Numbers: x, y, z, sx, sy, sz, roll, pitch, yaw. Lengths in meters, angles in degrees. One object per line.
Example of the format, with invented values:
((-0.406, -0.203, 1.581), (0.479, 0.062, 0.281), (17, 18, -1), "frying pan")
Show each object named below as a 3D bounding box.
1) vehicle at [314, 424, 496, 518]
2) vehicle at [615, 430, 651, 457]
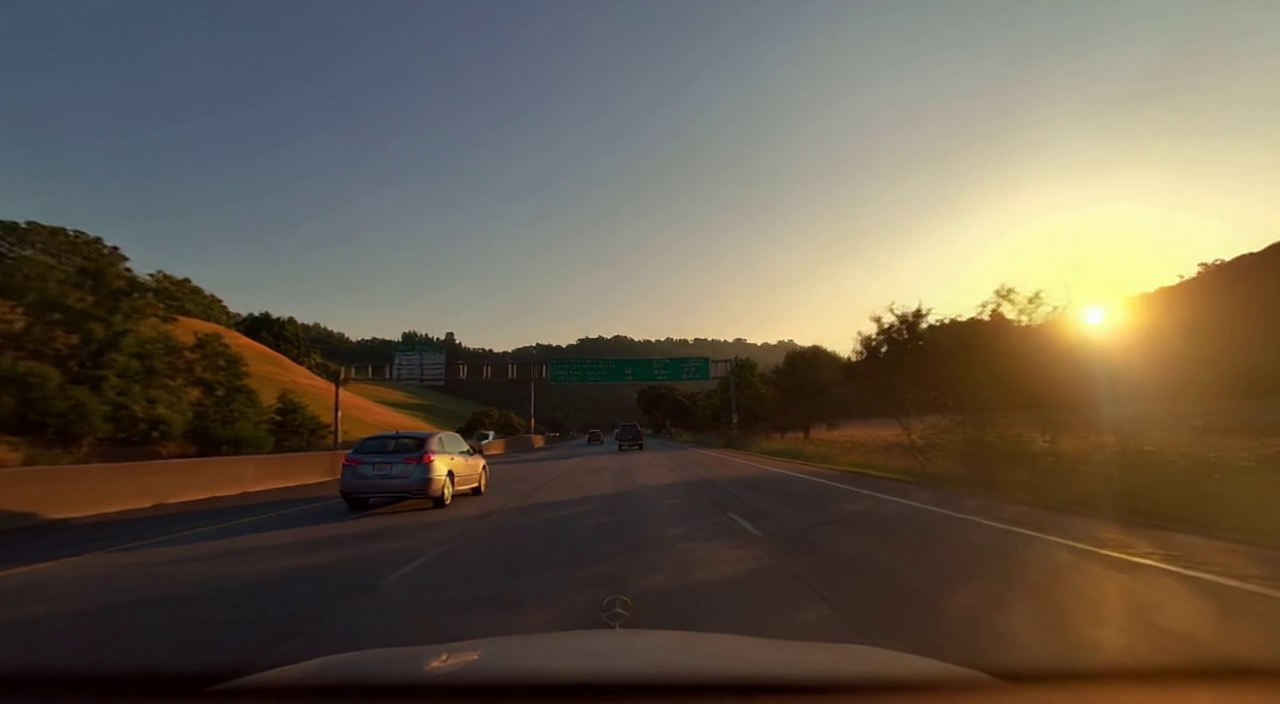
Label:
((-4.220, 2.180, 12.135), (1.931, 1.483, 4.105), (0, -8, 0), "vehicle")
((-0.462, 5.857, 40.332), (2.162, 1.616, 4.242), (0, -8, -1), "vehicle")
